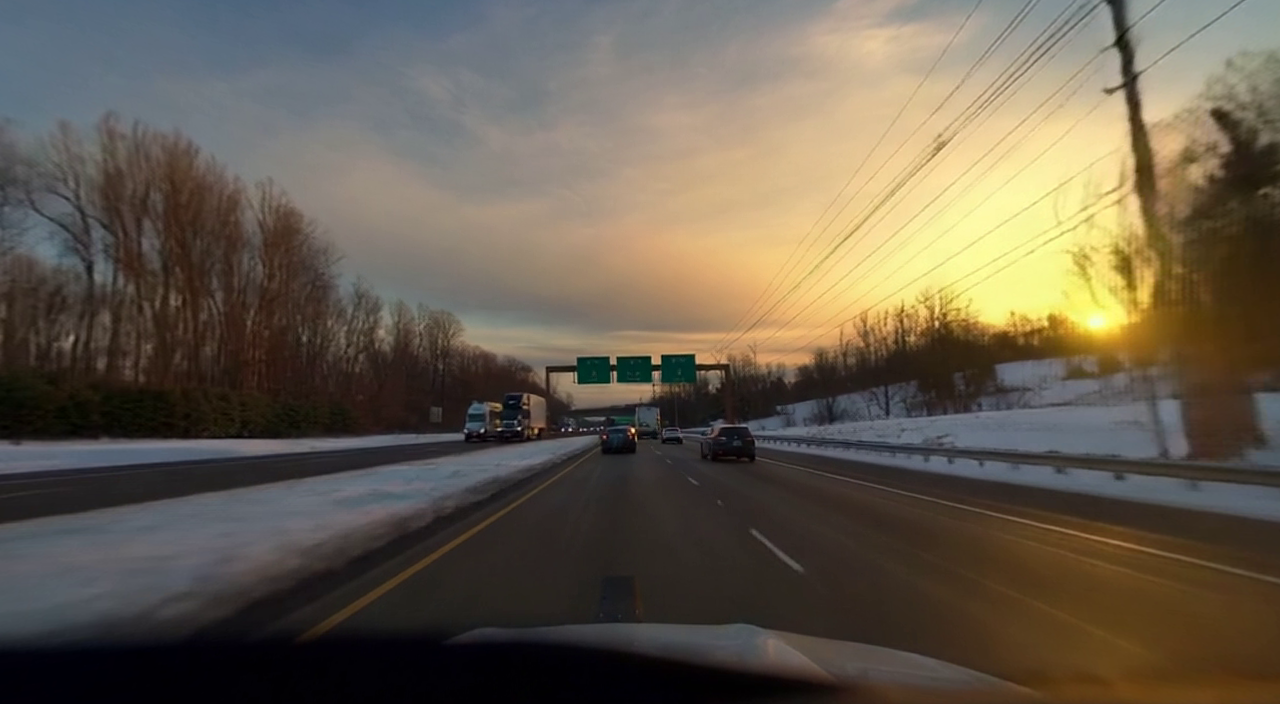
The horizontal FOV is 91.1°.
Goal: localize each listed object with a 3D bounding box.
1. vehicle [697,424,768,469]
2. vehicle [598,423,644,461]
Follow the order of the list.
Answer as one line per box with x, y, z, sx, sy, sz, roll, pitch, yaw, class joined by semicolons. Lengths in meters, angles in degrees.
3.410;3.583;24.051;2.062;1.581;3.914;0;-8;-1;vehicle
-0.918;4.429;31.171;2.134;1.710;4.049;0;-7;-1;vehicle
